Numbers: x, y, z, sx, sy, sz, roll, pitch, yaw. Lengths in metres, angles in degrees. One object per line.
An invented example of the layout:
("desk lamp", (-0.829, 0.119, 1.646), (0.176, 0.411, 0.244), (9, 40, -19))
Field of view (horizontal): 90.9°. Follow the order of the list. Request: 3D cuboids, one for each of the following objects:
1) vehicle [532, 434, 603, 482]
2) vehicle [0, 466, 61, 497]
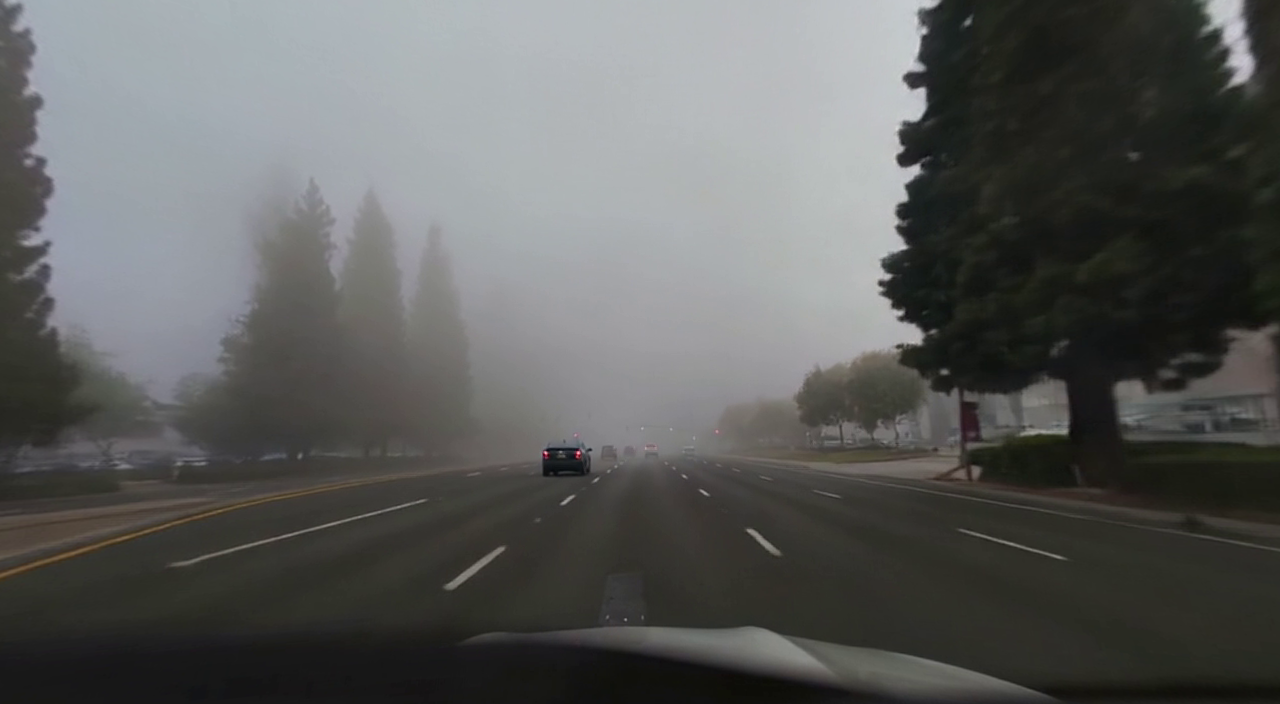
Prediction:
("vehicle", (-2.652, 4.025, 24.190), (2.121, 1.656, 4.559), (0, -8, 1))
("vehicle", (-40.949, 8.410, 40.869), (1.833, 1.760, 5.122), (0, -8, 2))
